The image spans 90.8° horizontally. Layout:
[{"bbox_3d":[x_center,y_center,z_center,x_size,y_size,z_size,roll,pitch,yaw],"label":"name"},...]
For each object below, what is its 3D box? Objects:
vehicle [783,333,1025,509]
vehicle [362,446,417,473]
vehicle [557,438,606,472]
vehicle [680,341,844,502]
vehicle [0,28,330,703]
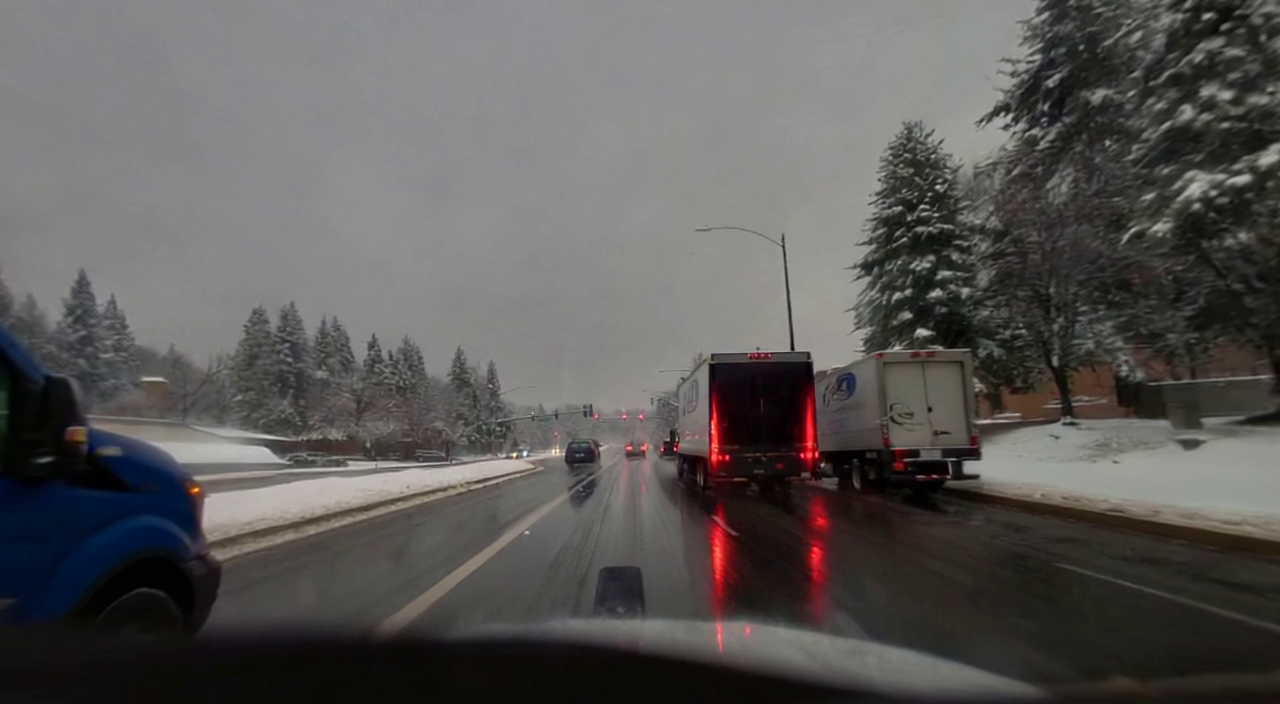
[{"bbox_3d":[6.974,2.233,18.889,3.005,3.947,9.252,0,-9,-1],"label":"vehicle"},{"bbox_3d":[-18.040,7.734,45.683,2.053,1.773,4.649,0,-9,0],"label":"vehicle"},{"bbox_3d":[-3.306,5.986,36.941,2.356,1.766,5.674,0,-9,0],"label":"vehicle"},{"bbox_3d":[2.956,2.244,18.801,2.861,3.525,9.858,0,-9,0],"label":"vehicle"},{"bbox_3d":[-3.446,0.118,1.069,2.443,2.784,6.493,0,-9,0],"label":"vehicle"}]
